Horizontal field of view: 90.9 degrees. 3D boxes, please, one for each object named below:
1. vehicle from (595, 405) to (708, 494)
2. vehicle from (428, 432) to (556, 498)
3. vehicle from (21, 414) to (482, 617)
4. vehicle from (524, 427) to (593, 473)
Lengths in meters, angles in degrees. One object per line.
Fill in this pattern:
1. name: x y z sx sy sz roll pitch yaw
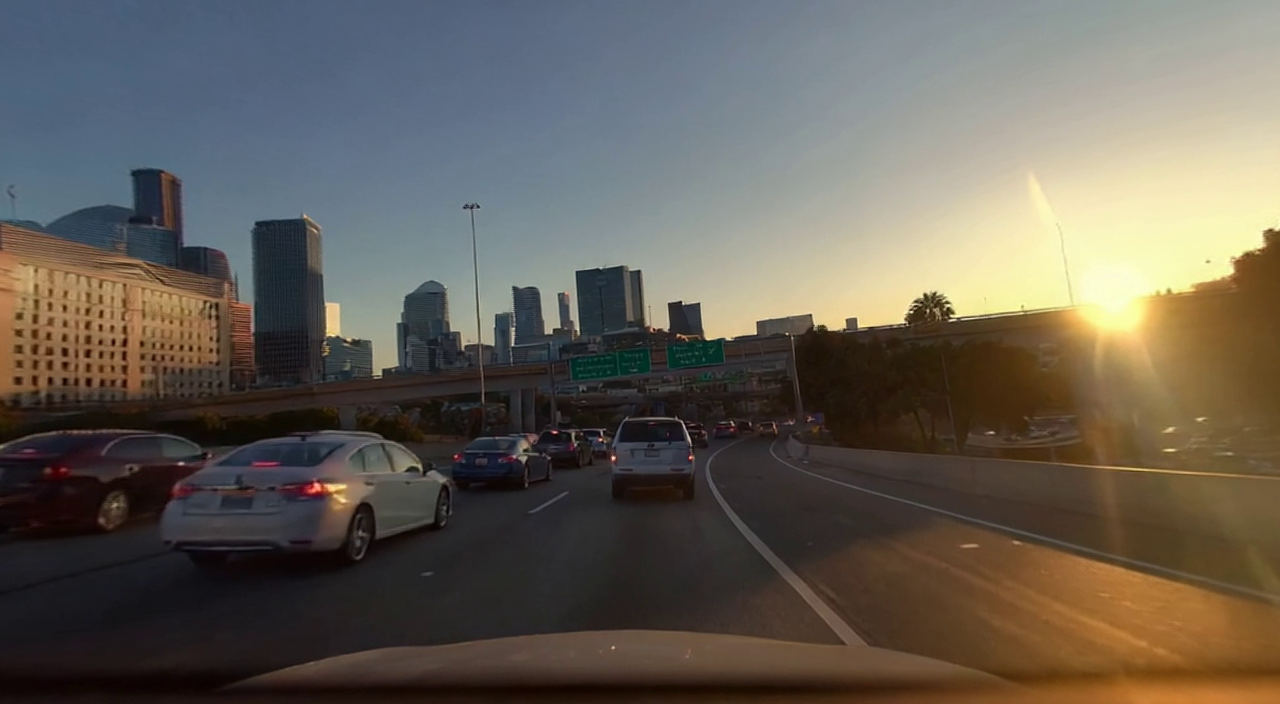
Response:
1. vehicle: 0.382 2.730 17.759 2.616 2.063 5.933 0 -9 2
2. vehicle: -3.645 2.879 16.467 2.087 1.481 4.225 0 -9 4
3. vehicle: -3.568 1.601 7.298 1.998 1.494 5.020 0 -9 2
4. vehicle: -3.257 4.037 26.093 1.953 1.729 4.377 -1 -9 4
